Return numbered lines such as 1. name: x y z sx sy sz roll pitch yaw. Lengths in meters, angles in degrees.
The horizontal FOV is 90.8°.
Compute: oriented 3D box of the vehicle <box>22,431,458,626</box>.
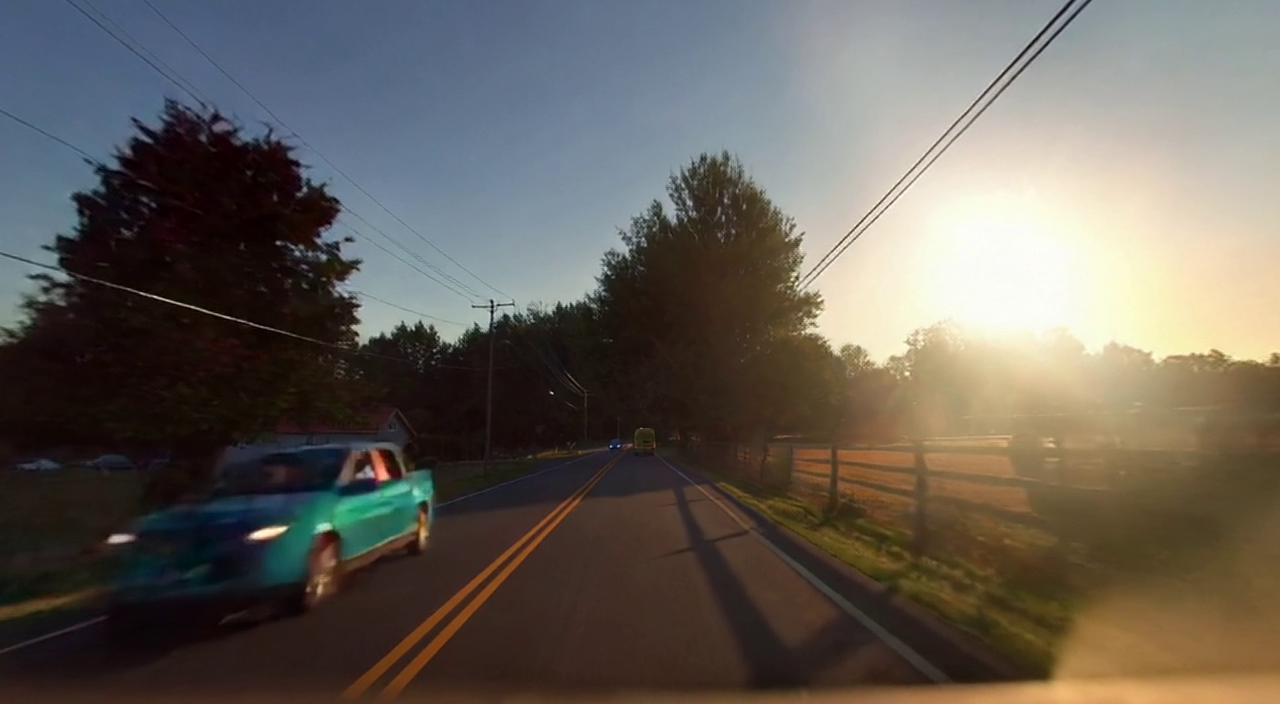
1. vehicle: -3.780 1.716 7.237 2.021 1.491 4.519 0 -8 0
